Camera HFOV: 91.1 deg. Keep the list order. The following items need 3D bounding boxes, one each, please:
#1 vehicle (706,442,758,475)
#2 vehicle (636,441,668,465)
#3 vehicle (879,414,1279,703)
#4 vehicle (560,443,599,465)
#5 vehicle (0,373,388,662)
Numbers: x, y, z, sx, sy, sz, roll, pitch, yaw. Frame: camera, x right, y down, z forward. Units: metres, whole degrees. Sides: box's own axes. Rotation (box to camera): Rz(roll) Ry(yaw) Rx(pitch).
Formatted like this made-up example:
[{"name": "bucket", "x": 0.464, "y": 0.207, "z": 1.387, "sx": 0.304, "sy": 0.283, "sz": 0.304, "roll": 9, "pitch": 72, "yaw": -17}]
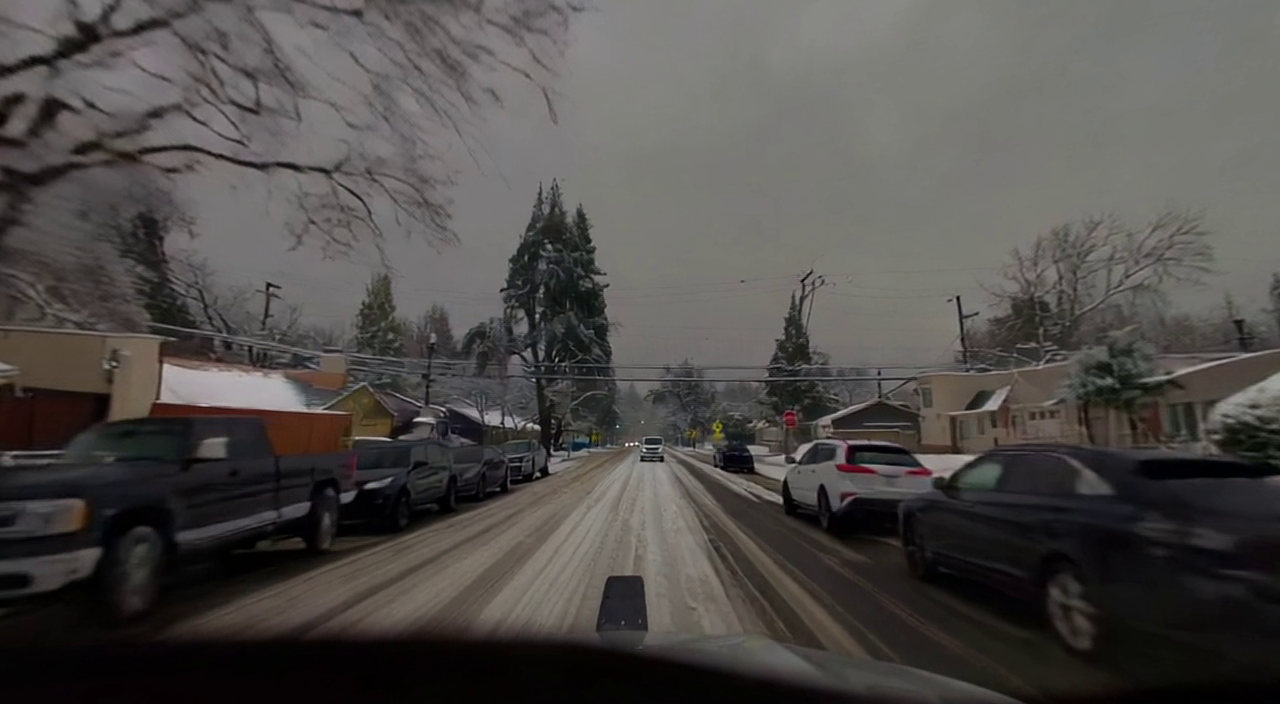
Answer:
[{"name": "vehicle", "x": 4.393, "y": 5.157, "z": 30.712, "sx": 1.876, "sy": 1.477, "sz": 4.324, "roll": 0, "pitch": -8, "yaw": 0}, {"name": "vehicle", "x": 0.801, "y": 6.568, "z": 41.015, "sx": 2.010, "sy": 1.499, "sz": 4.107, "roll": 0, "pitch": -9, "yaw": 2}, {"name": "vehicle", "x": 3.675, "y": 1.354, "z": 4.823, "sx": 1.987, "sy": 1.518, "sz": 4.686, "roll": 0, "pitch": -8, "yaw": 2}, {"name": "vehicle", "x": -4.185, "y": 7.103, "z": 43.986, "sx": 1.999, "sy": 1.441, "sz": 4.628, "roll": -1, "pitch": -9, "yaw": 4}, {"name": "vehicle", "x": -4.745, "y": 1.396, "z": 6.558, "sx": 2.162, "sy": 1.857, "sz": 4.758, "roll": 2, "pitch": -8, "yaw": 0}]
